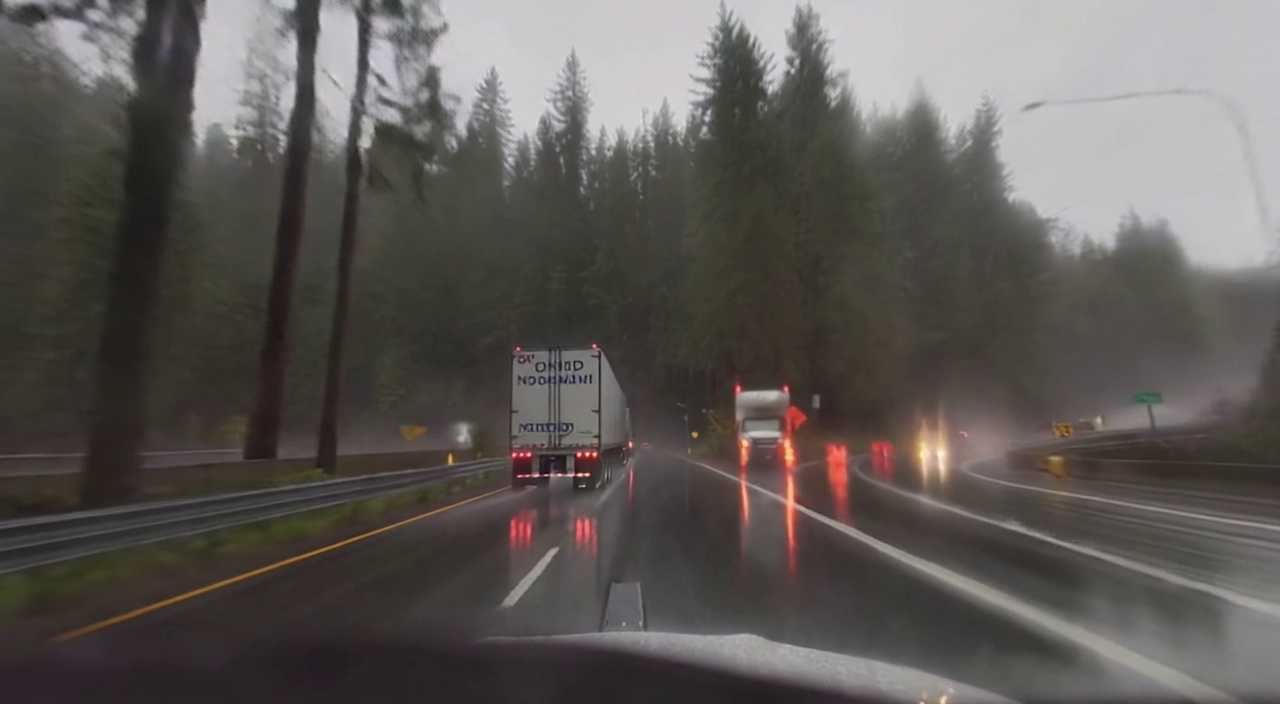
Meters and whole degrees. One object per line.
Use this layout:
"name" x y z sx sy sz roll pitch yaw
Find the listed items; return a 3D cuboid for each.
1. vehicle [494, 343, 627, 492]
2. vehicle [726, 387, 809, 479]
"vehicle" -2.317 2.946 25.418 2.873 4.060 16.327 0 -8 1
"vehicle" 5.183 3.380 26.196 2.928 3.571 3.032 -1 -8 5
